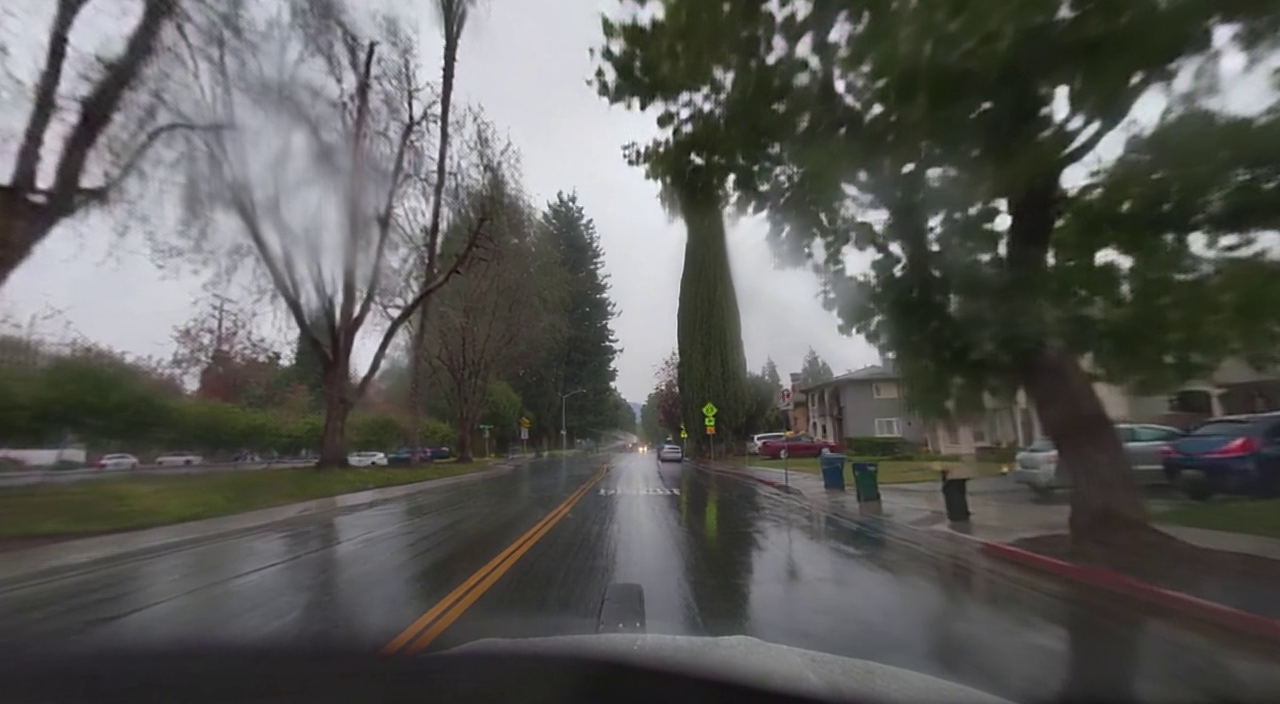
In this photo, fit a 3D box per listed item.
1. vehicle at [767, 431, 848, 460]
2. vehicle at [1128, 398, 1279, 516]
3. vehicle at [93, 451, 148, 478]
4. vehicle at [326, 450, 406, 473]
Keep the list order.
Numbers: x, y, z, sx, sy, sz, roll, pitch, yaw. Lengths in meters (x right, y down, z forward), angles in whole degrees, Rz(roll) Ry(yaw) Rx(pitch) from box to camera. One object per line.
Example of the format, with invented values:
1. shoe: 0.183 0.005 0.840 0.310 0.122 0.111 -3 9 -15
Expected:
1. vehicle: 11.074 6.237 42.031 4.750 1.658 1.902 -2 -10 0
2. vehicle: 10.576 1.584 10.100 3.933 1.645 1.832 -2 -8 -2
3. vehicle: -35.899 7.782 43.626 4.938 1.720 1.926 -9 -14 40
4. vehicle: -19.132 7.659 44.253 4.691 1.483 1.955 8 -12 -44
